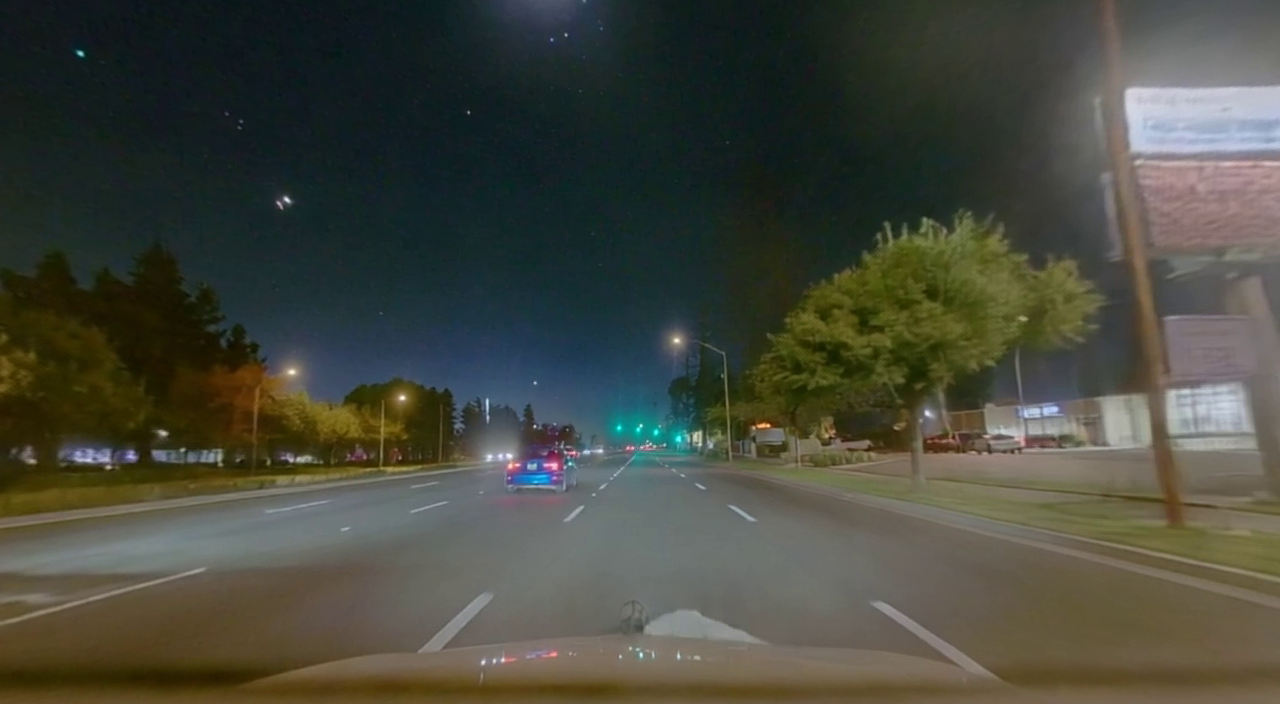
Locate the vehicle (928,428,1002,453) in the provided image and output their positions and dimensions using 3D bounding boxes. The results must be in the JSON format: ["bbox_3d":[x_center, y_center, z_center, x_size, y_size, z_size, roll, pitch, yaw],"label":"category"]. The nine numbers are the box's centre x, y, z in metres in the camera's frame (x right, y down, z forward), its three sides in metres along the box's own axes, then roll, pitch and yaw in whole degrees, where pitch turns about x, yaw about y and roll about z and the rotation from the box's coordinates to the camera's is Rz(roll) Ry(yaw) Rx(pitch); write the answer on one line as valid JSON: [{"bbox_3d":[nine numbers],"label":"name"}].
[{"bbox_3d":[25.393,6.922,49.317,4.643,1.852,1.978,0,-9,0],"label":"vehicle"}]

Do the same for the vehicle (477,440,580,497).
[{"bbox_3d":[-3.150,3.397,18.796,2.152,1.479,4.394,0,-9,1],"label":"vehicle"}]

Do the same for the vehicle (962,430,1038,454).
[{"bbox_3d":[25.467,6.379,44.639,4.222,1.450,1.766,-3,-8,-1],"label":"vehicle"}]
